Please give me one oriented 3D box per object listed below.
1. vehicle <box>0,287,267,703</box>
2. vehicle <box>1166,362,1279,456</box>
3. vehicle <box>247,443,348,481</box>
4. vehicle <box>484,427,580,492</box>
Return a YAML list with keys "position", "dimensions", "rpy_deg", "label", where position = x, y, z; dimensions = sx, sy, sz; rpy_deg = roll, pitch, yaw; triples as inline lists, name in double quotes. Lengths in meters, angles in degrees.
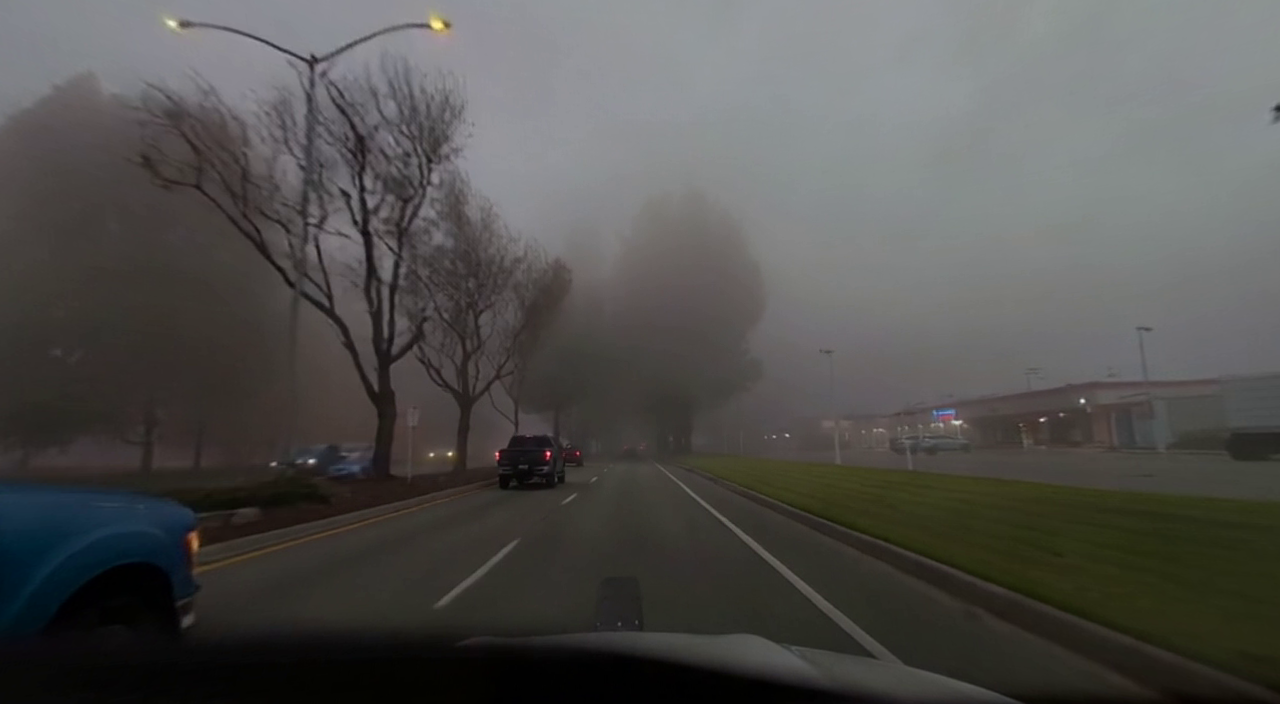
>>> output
- position: [-3.200, 0.513, 0.764]
  dimensions: [2.277, 1.801, 5.250]
  rpy_deg: [0, -8, 0]
  label: "vehicle"
- position: [26.065, 1.881, 22.078]
  dimensions: [2.948, 3.576, 13.937]
  rpy_deg: [0, -8, -2]
  label: "vehicle"
- position: [-14.830, 4.768, 27.573]
  dimensions: [2.047, 1.489, 4.216]
  rpy_deg: [0, -8, 0]
  label: "vehicle"
- position: [-3.275, 3.417, 20.323]
  dimensions: [2.065, 1.790, 5.417]
  rpy_deg: [0, -8, 1]
  label: "vehicle"
